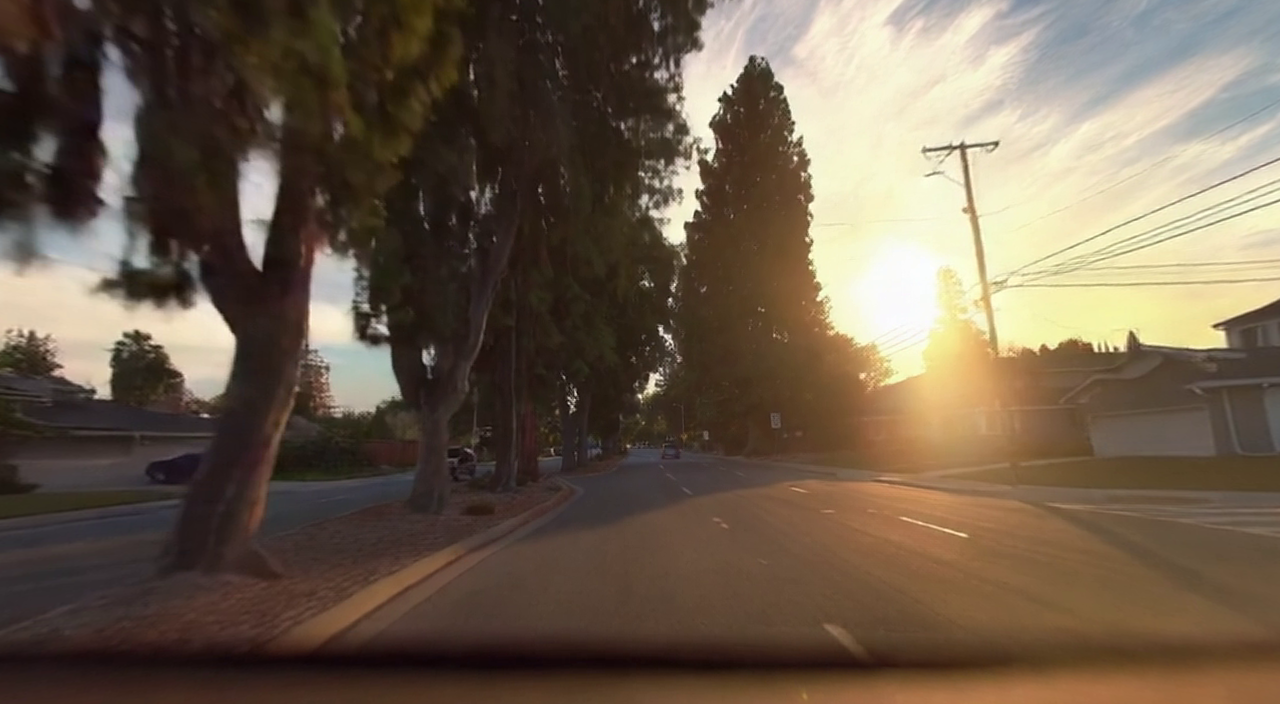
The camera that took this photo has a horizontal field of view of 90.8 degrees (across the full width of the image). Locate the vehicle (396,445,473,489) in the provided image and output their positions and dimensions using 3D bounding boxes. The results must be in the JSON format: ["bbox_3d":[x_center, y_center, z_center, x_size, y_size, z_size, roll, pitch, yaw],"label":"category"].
[{"bbox_3d":[-8.978,5.011,27.994,1.964,1.722,4.403,-1,-8,-1],"label":"vehicle"}]

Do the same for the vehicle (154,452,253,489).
[{"bbox_3d":[-21.737,5.867,31.704,1.860,1.663,4.418,0,-8,-1],"label":"vehicle"}]
